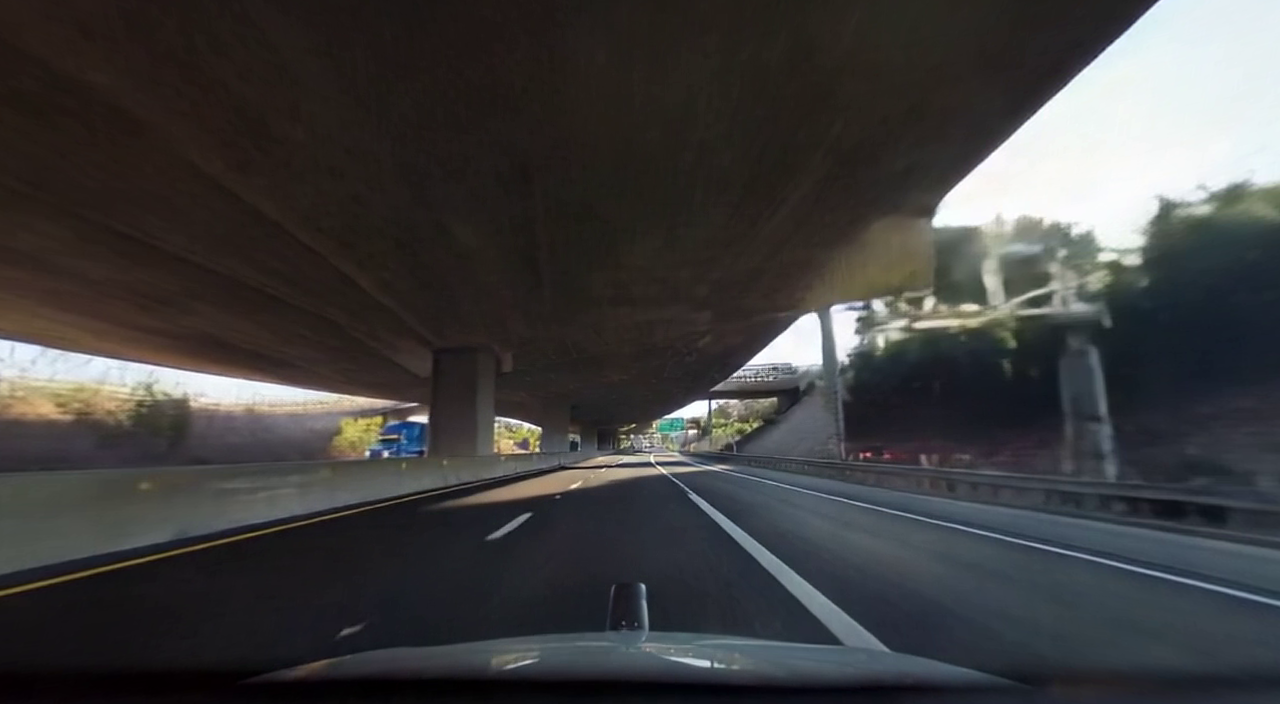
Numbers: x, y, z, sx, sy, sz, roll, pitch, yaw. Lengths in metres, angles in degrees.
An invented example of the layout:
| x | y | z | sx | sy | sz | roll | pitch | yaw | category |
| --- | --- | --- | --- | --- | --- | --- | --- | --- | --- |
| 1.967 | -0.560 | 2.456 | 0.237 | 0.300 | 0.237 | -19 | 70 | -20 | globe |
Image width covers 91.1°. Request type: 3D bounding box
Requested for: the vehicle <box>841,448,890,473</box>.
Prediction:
| x | y | z | sx | sy | sz | roll | pitch | yaw | category |
| --- | --- | --- | --- | --- | --- | --- | --- | --- | --- |
| 15.425 | 7.409 | 43.132 | 1.834 | 1.555 | 3.751 | 0 | -9 | -2 | vehicle |
